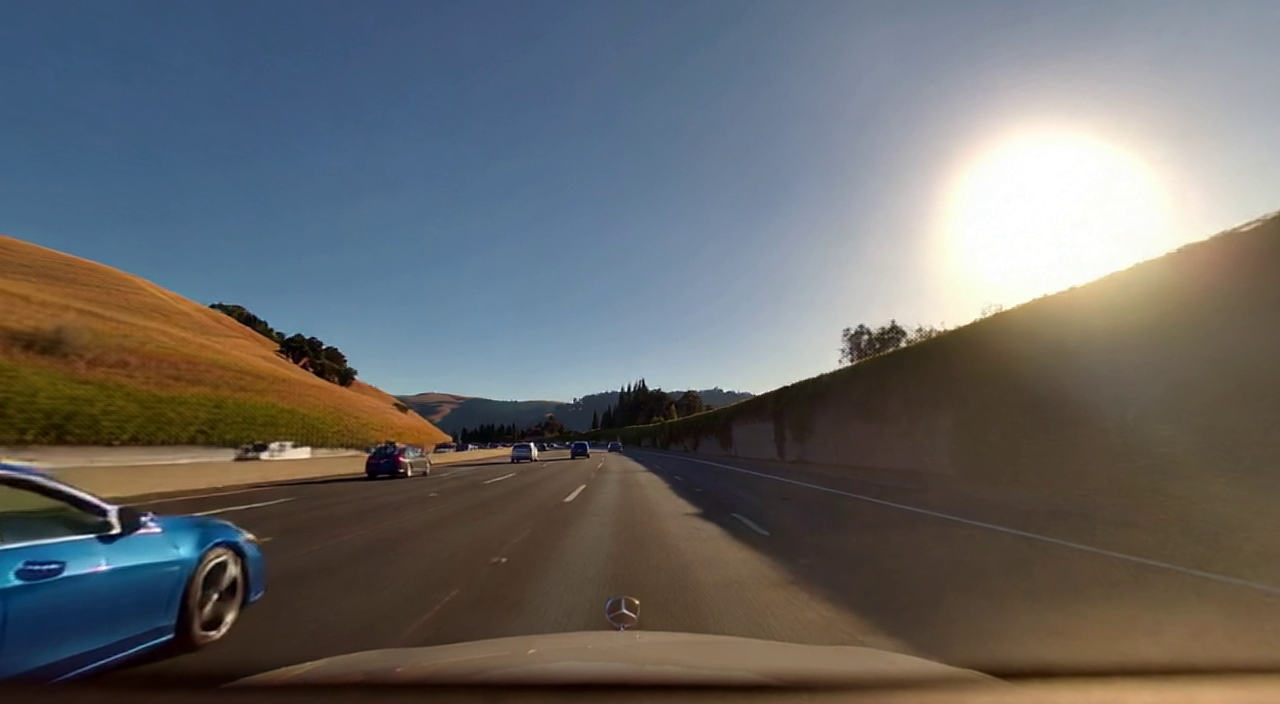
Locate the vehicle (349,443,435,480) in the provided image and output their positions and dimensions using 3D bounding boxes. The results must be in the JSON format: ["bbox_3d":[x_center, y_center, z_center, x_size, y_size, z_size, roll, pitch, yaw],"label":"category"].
[{"bbox_3d":[-10.677,4.736,27.603,1.949,1.475,4.740,0,-9,-2],"label":"vehicle"}]

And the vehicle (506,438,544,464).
[{"bbox_3d":[-8.295,7.206,45.984,2.074,1.768,4.805,0,-9,-2],"label":"vehicle"}]
